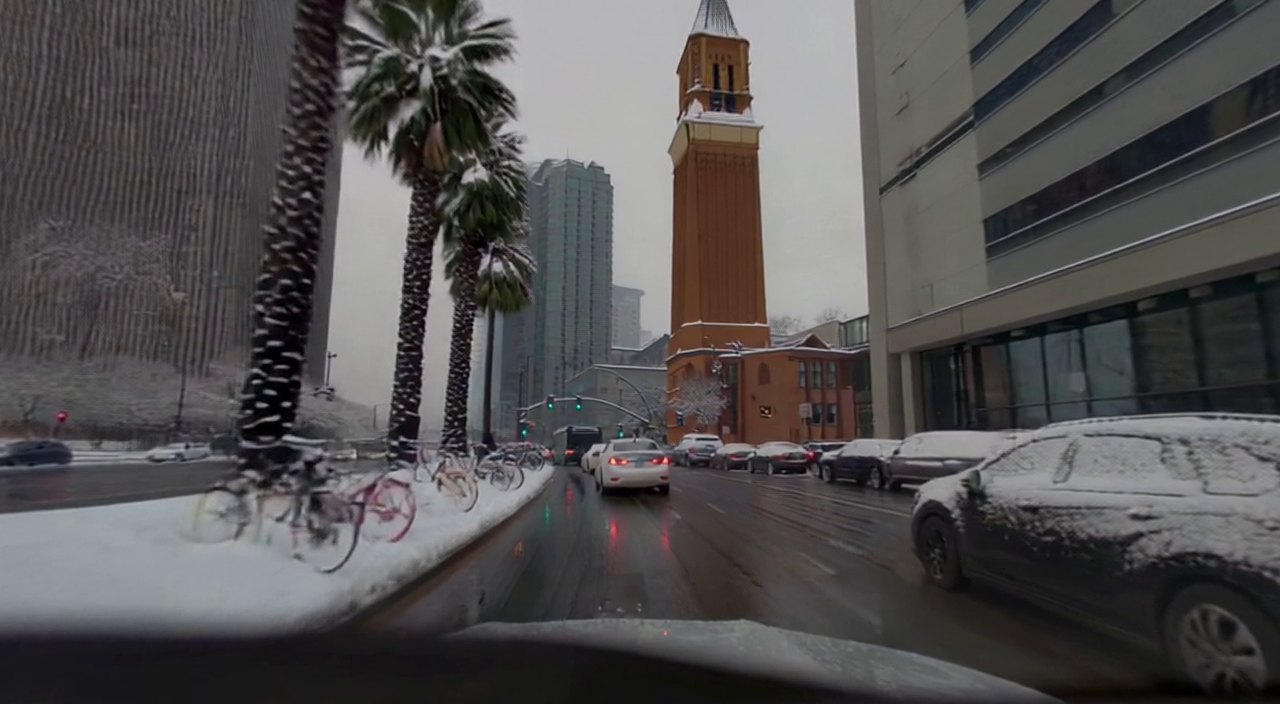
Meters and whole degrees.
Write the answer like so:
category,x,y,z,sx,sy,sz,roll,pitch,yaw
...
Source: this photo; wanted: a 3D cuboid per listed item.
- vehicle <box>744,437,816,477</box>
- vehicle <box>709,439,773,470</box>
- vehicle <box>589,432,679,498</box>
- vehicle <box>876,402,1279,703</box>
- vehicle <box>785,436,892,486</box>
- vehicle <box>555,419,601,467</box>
category,x,y,z,sx,sy,sz,roll,pitch,yaw
vehicle,6.467,4.903,29.717,1.860,1.684,4.211,1,-9,-8
vehicle,5.518,5.708,35.370,1.945,1.623,5.013,2,-9,-11
vehicle,-0.294,3.049,17.409,2.111,1.605,3.832,1,-9,-6
vehicle,3.672,1.207,4.273,2.116,1.500,4.702,0,-9,-3
vehicle,7.185,3.975,23.437,2.067,1.641,4.569,1,-9,-6
vehicle,-4.190,6.024,41.695,2.400,2.872,6.053,2,-9,-11
